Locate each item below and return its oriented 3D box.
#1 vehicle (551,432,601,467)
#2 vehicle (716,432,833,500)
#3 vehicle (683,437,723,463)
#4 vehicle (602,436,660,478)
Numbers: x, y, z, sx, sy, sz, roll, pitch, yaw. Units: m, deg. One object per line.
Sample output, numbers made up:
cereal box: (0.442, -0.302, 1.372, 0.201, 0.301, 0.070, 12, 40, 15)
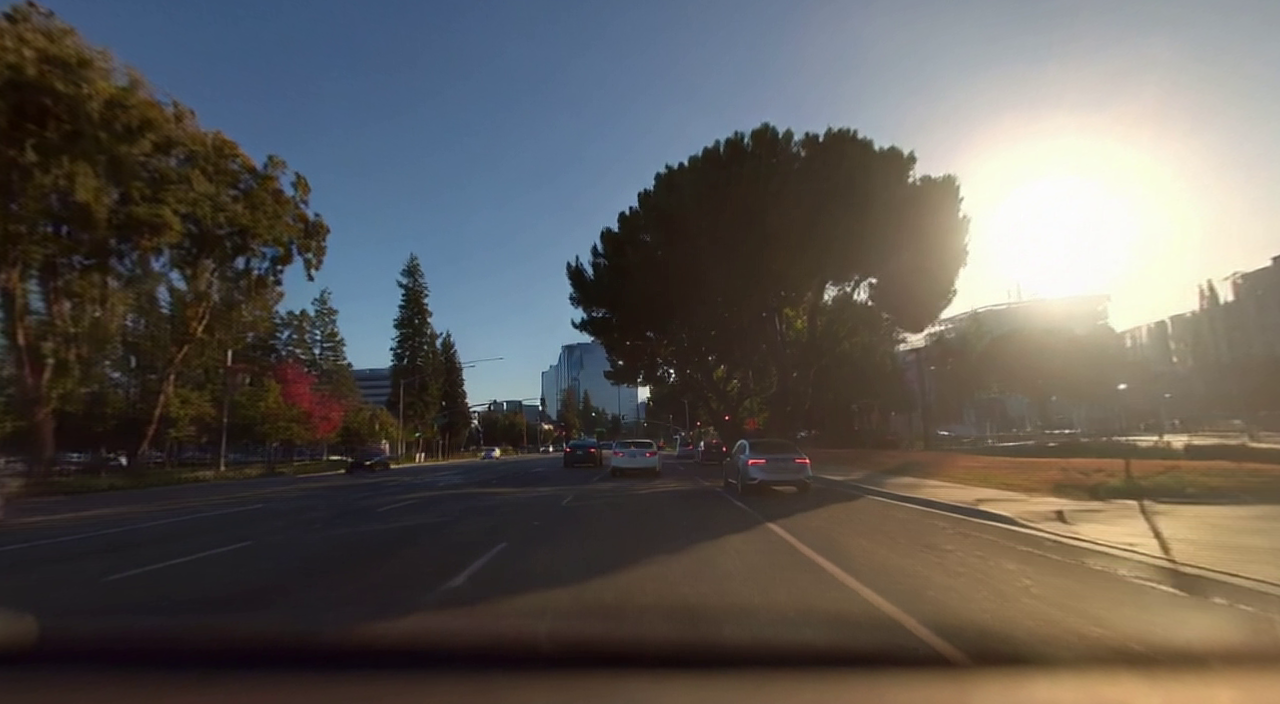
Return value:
vehicle: (-3.278, 5.114, 33.131, 2.023, 1.720, 4.452, 0, -8, 1)
vehicle: (3.206, 2.813, 15.994, 1.948, 1.474, 4.360, 0, -8, -1)
vehicle: (3.774, 5.941, 38.334, 1.913, 1.463, 4.198, 0, -8, -1)
vehicle: (-0.262, 3.974, 24.085, 1.971, 1.433, 3.923, -1, -8, 3)
